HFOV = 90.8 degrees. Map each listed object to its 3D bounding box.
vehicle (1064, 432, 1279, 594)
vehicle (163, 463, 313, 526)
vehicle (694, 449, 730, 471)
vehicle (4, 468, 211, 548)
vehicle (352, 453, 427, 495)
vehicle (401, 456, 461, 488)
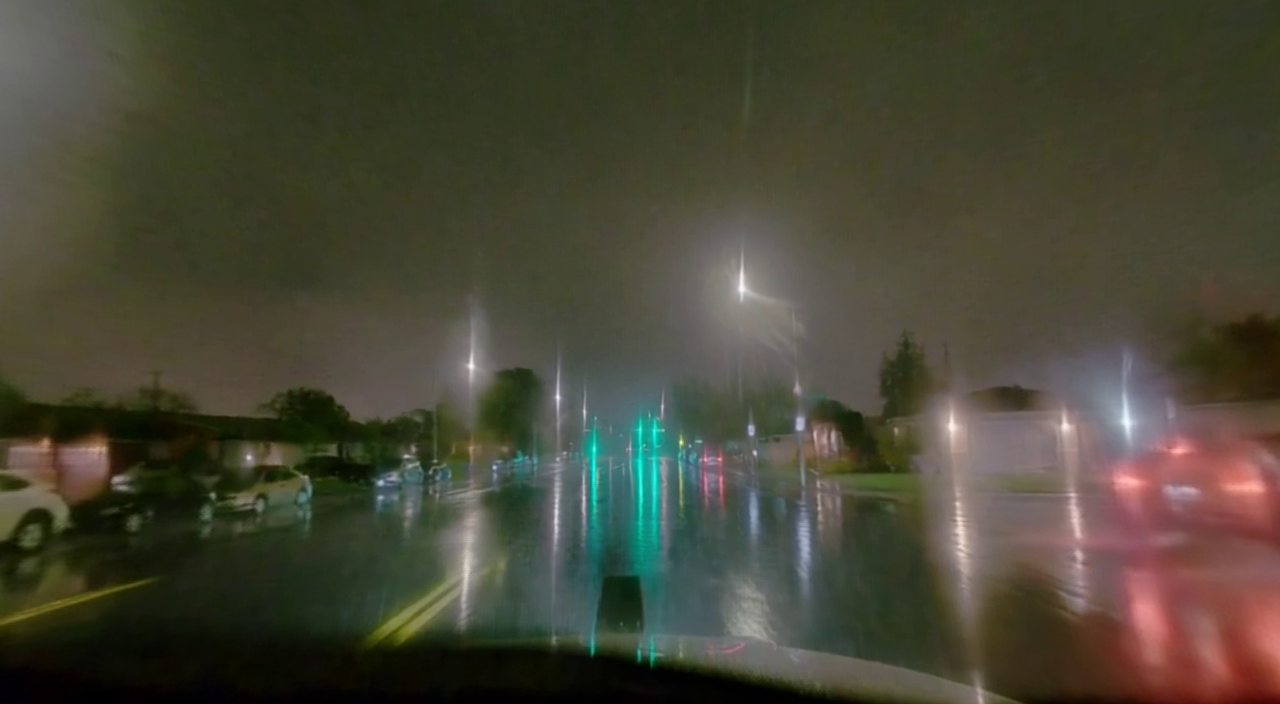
[{"bbox_3d":[6.907,1.795,7.916,2.022,1.471,4.432,-7,-11,40],"label":"vehicle"},{"bbox_3d":[-12.332,4.337,19.803,1.795,1.472,4.601,-5,-9,-1],"label":"vehicle"},{"bbox_3d":[5.176,7.794,45.846,1.923,1.454,4.460,0,-9,-2],"label":"vehicle"},{"bbox_3d":[-12.424,3.609,15.135,1.676,1.496,3.804,0,-9,-1],"label":"vehicle"},{"bbox_3d":[-12.518,6.077,31.871,1.988,1.741,4.379,-6,-9,-1],"label":"vehicle"},{"bbox_3d":[-12.043,6.896,36.684,1.872,1.472,4.719,-6,-9,-1],"label":"vehicle"}]
